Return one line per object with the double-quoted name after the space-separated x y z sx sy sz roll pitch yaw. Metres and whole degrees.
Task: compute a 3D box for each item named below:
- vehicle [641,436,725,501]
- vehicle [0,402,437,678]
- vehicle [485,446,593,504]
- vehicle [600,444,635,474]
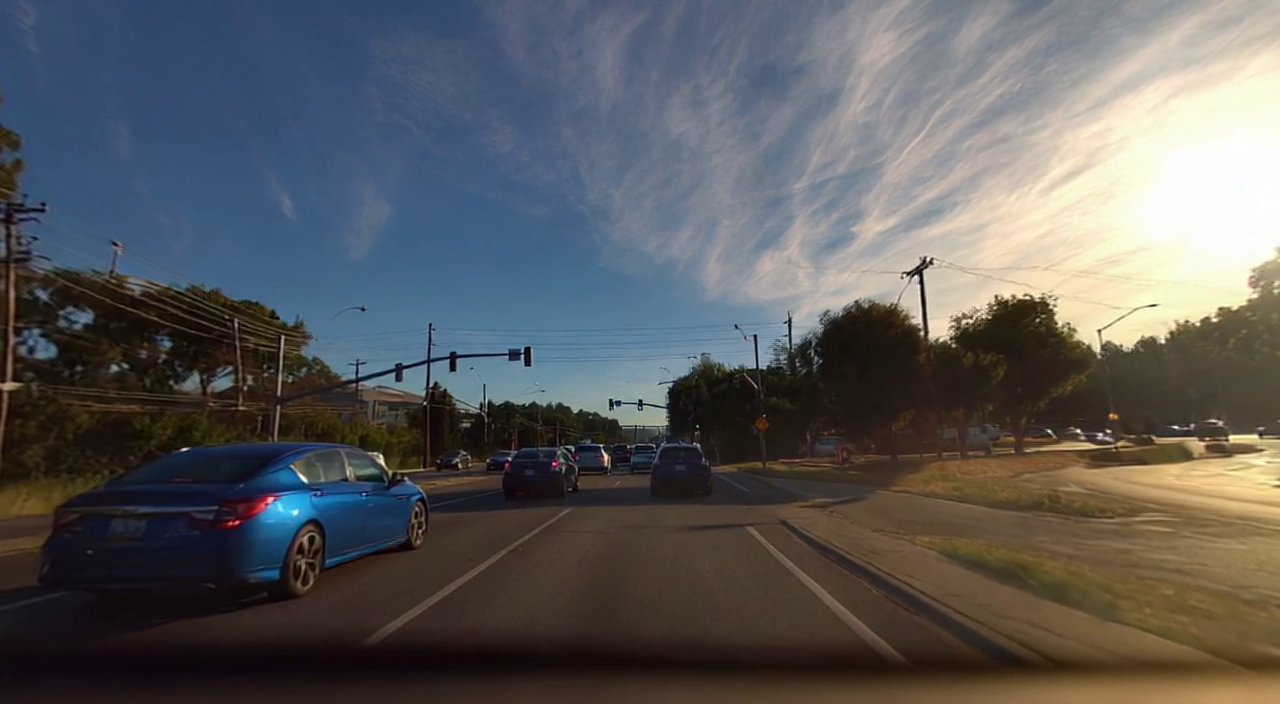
1.209 3.360 18.569 2.205 1.691 3.937 -1 -9 2 "vehicle"
-3.765 1.450 6.046 2.018 1.621 4.441 0 -9 2 "vehicle"
-2.712 3.440 18.089 2.105 1.436 4.311 -1 -9 4 "vehicle"
-1.367 6.662 39.556 1.788 1.773 3.731 -1 -9 5 "vehicle"
